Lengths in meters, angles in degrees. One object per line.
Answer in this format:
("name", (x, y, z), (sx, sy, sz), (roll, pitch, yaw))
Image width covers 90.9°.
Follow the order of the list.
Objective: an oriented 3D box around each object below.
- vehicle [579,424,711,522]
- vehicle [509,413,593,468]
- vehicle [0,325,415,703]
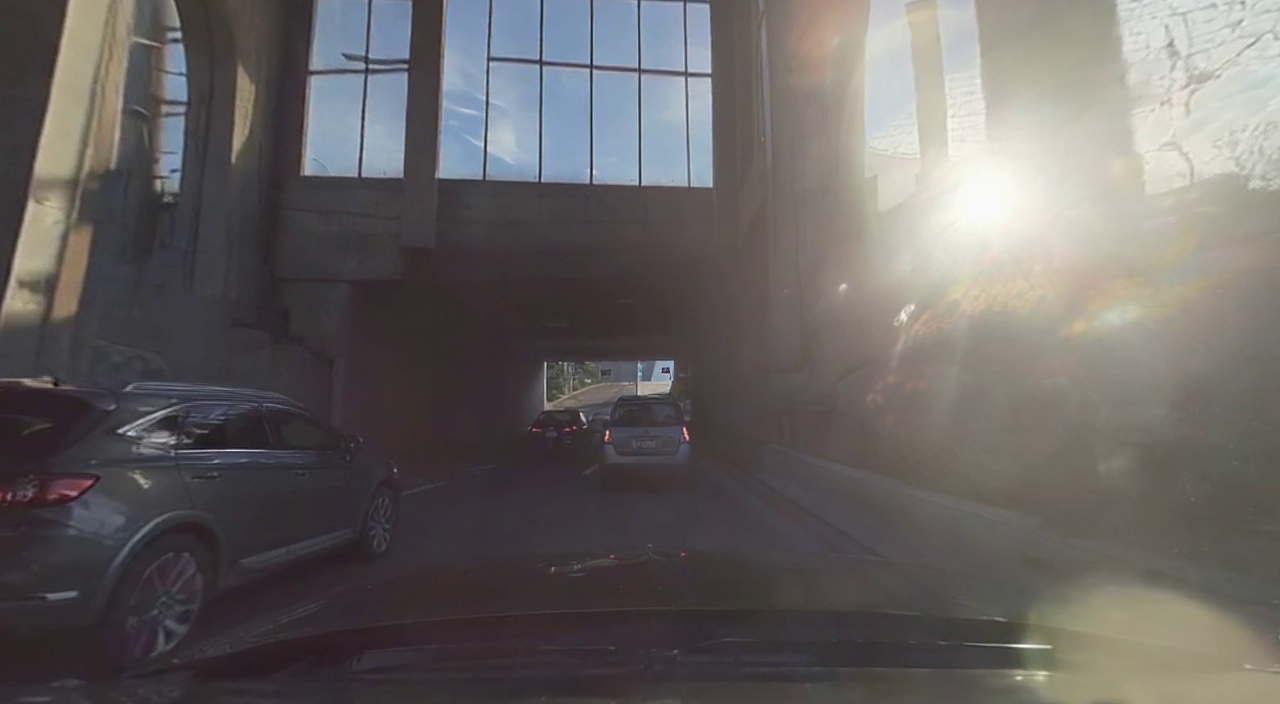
("vehicle", (0.041, 2.159, 11.759), (2.020, 1.478, 4.092), (0, -8, -1))
("vehicle", (-3.394, 3.602, 25.456), (2.329, 1.948, 5.800), (0, -8, 2))
("vehicle", (-3.568, 1.093, 4.718), (2.017, 1.761, 4.572), (0, -8, 1))
